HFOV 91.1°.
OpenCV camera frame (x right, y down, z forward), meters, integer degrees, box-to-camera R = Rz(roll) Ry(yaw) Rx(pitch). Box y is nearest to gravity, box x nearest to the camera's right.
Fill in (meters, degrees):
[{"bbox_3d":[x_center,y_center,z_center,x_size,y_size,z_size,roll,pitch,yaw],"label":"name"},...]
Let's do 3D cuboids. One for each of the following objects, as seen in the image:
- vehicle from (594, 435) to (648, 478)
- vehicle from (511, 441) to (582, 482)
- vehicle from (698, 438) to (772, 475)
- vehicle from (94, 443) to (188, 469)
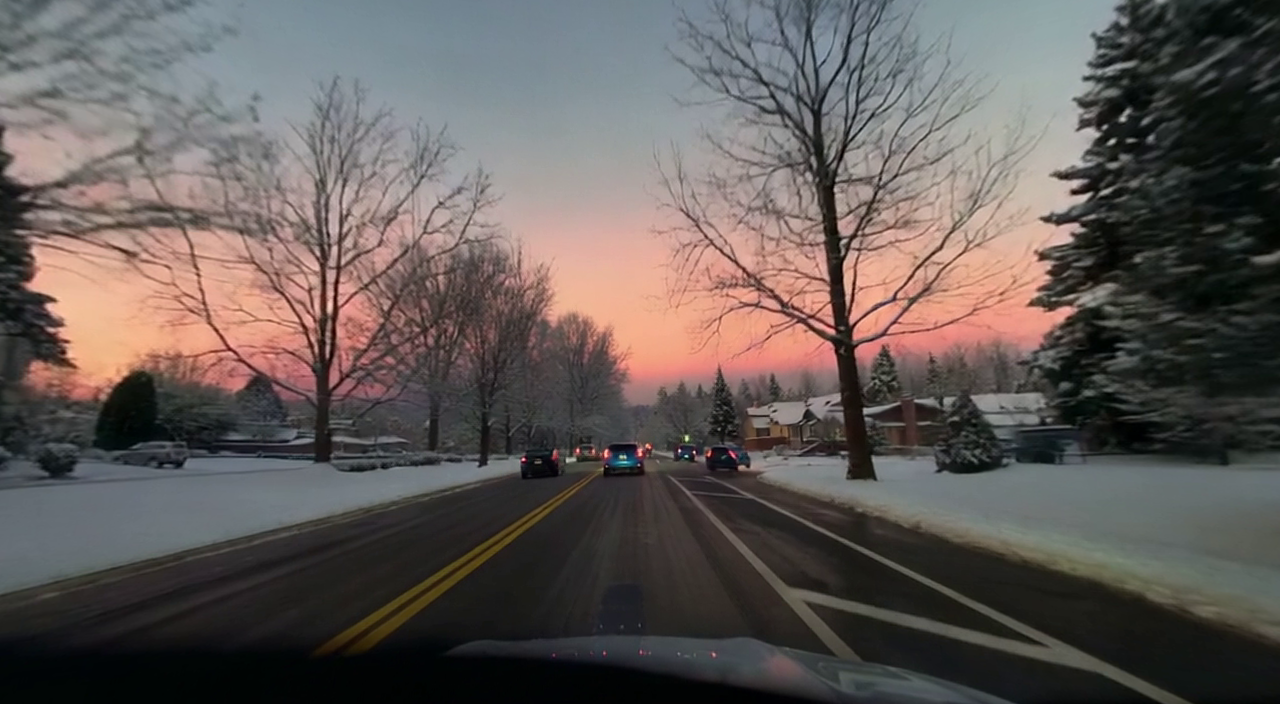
[{"bbox_3d":[-0.774,4.620,27.924,2.220,1.742,4.047,0,-8,1],"label":"vehicle"},{"bbox_3d":[-3.532,4.226,24.541,2.032,1.433,4.458,0,-8,1],"label":"vehicle"},{"bbox_3d":[4.822,5.176,31.323,2.192,1.677,4.820,-4,-9,26],"label":"vehicle"},{"bbox_3d":[-33.468,6.961,42.196,4.600,1.698,1.993,0,-8,3],"label":"vehicle"}]
